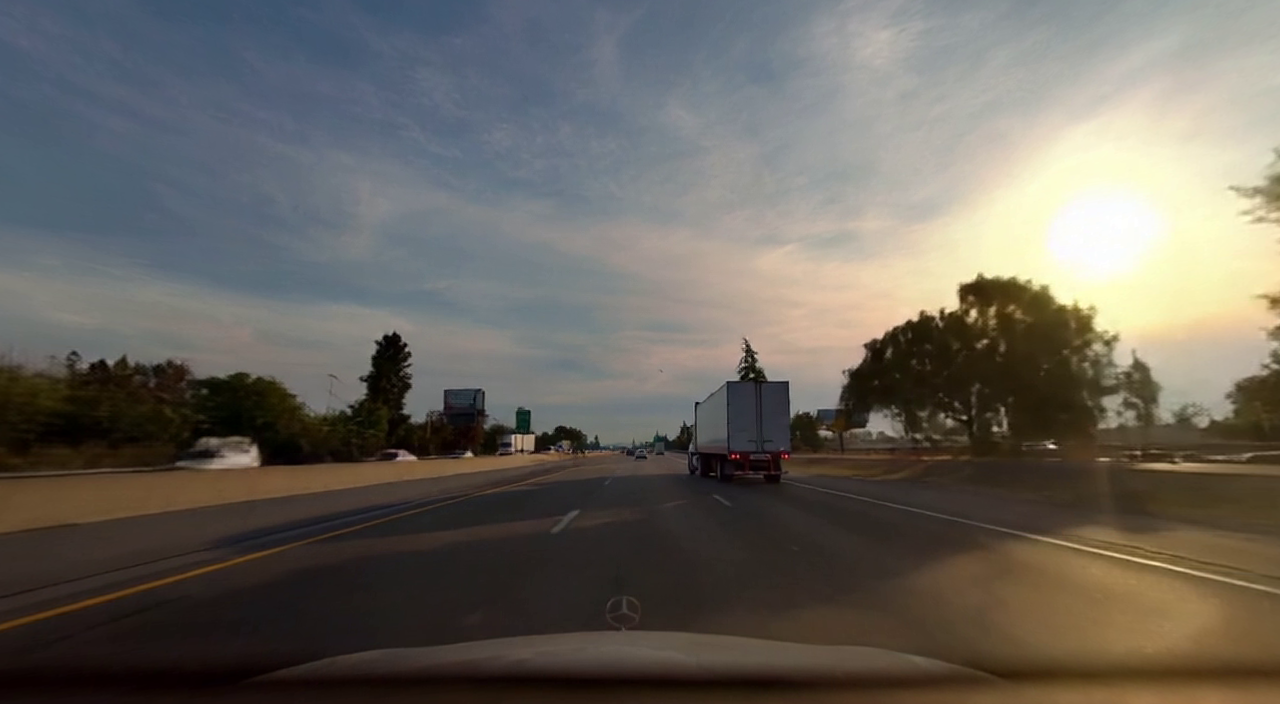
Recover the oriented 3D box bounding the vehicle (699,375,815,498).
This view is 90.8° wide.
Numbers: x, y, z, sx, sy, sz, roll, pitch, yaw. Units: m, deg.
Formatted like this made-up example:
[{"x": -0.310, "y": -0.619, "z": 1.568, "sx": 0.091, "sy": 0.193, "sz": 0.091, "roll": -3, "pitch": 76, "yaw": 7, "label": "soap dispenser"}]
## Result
[{"x": 4.657, "y": 3.860, "z": 28.276, "sx": 3.058, "sy": 4.312, "sz": 12.251, "roll": 0, "pitch": -9, "yaw": 1, "label": "vehicle"}]
